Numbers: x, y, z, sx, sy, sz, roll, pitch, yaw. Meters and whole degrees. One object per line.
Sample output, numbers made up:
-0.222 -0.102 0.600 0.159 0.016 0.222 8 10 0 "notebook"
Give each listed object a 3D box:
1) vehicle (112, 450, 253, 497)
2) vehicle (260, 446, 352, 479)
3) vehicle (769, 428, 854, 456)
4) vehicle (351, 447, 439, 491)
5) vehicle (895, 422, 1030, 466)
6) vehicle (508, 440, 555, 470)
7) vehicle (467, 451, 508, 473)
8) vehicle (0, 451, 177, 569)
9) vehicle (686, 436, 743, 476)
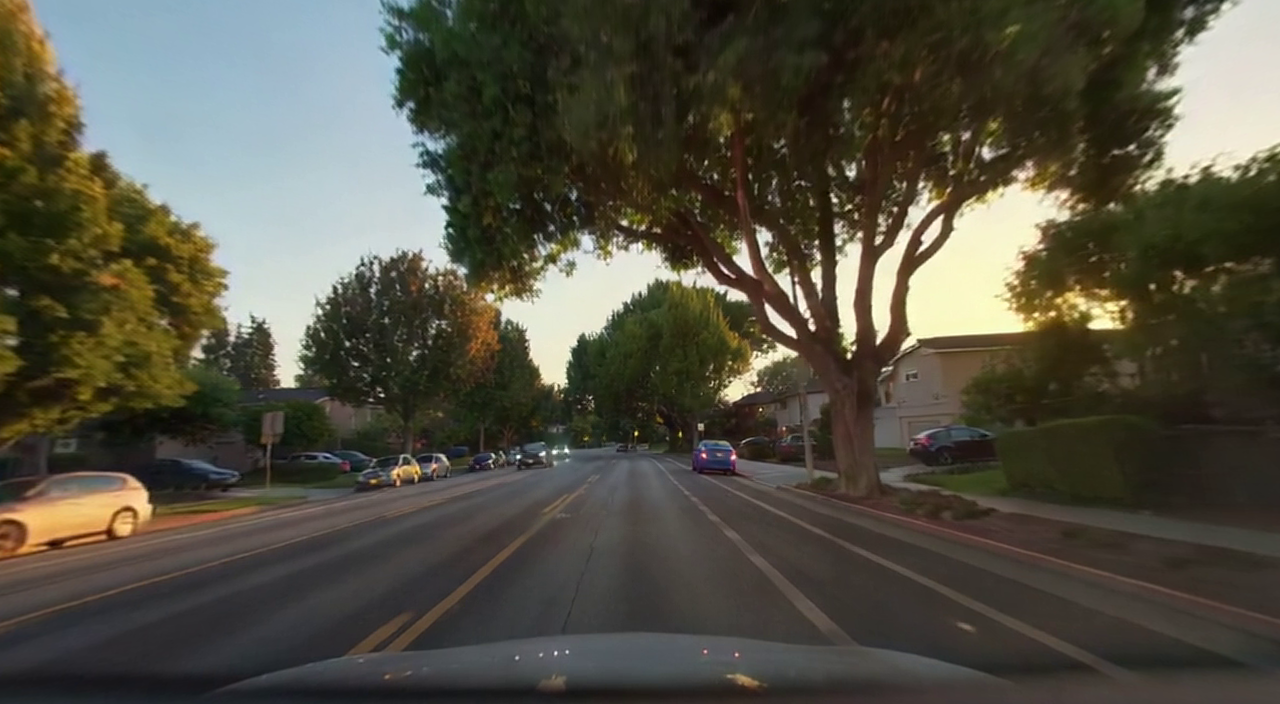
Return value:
-18.860 4.976 26.215 4.179 1.700 2.105 1 -9 3 "vehicle"
-20.279 6.710 38.519 4.398 1.902 2.043 0 -9 1 "vehicle"
12.529 6.654 46.553 5.437 1.931 2.837 0 -9 1 "vehicle"
-11.125 5.298 29.098 2.293 1.836 4.586 0 -8 -1 "vehicle"
12.980 3.736 25.627 4.360 1.692 2.011 1 -9 -2 "vehicle"
-7.061 6.778 41.730 2.294 1.831 5.199 0 -9 -2 "vehicle"
-11.229 8.093 46.797 1.922 1.496 4.598 0 -8 -1 "vehicle"
-11.062 2.708 11.354 1.981 1.790 4.682 0 -8 -1 "vehicle"
3.642 5.203 31.891 2.176 1.793 5.534 0 -9 0 "vehicle"
